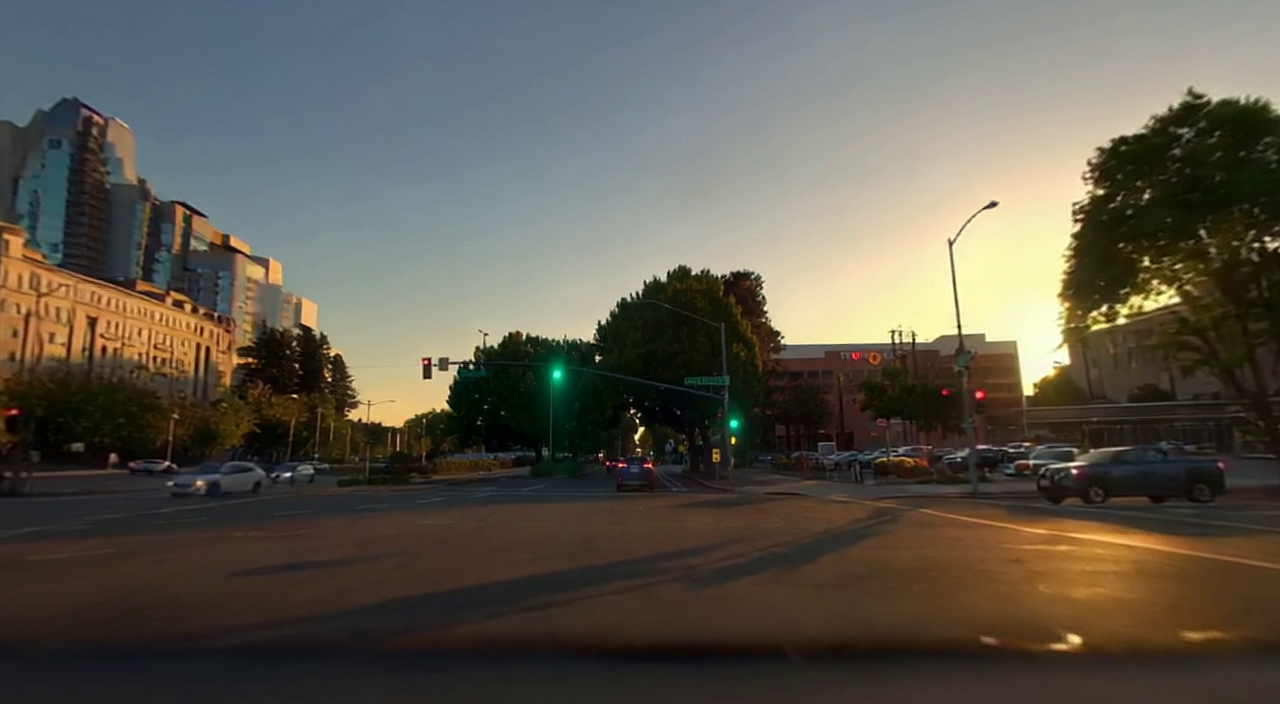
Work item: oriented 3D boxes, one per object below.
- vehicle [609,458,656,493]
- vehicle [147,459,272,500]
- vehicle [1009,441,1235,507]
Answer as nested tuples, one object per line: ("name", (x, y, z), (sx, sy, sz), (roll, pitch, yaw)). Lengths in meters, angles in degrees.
("vehicle", (-0.297, 5.877, 30.231), (2.115, 1.461, 3.976), (0, -8, 1))
("vehicle", (-18.316, 5.418, 27.217), (1.925, 1.497, 4.788), (0, -8, 1))
("vehicle", (14.464, 3.656, 19.205), (5.174, 1.878, 2.000), (0, -8, -1))
